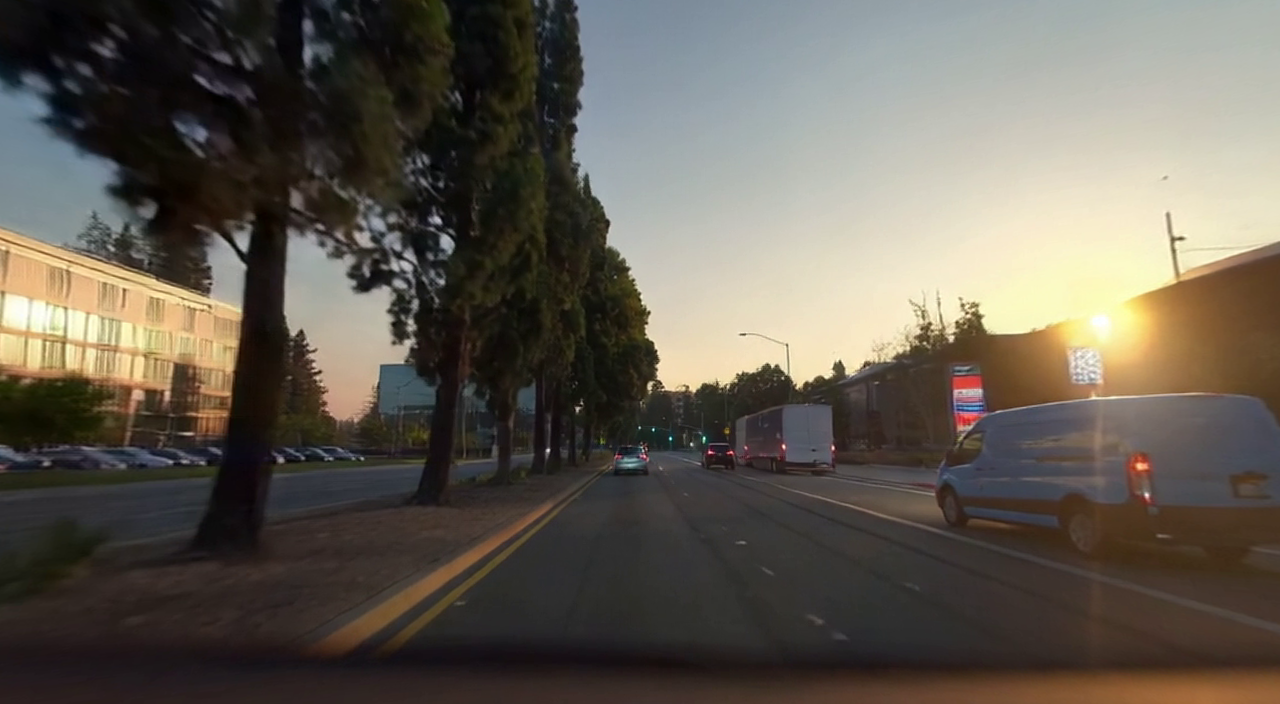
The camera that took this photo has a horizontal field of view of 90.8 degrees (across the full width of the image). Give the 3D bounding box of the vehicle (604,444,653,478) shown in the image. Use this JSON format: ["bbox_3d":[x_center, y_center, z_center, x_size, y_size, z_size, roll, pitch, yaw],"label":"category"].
[{"bbox_3d":[-0.508,4.996,29.192,2.095,1.456,3.873,0,-8,0],"label":"vehicle"}]

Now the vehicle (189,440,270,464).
[{"bbox_3d":[-29.519,7.221,45.561,4.377,1.665,2.129,-1,-8,3],"label":"vehicle"}]

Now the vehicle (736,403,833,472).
[{"bbox_3d":[9.966,6.387,46.469,2.960,4.109,16.764,0,-8,-1],"label":"vehicle"}]

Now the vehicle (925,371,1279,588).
[{"bbox_3d":[6.744,1.661,9.091,2.573,2.127,5.568,0,-8,-1],"label":"vehicle"}]

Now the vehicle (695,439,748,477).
[{"bbox_3d":[3.863,5.084,30.574,2.047,1.711,4.265,0,-8,1],"label":"vehicle"}]
